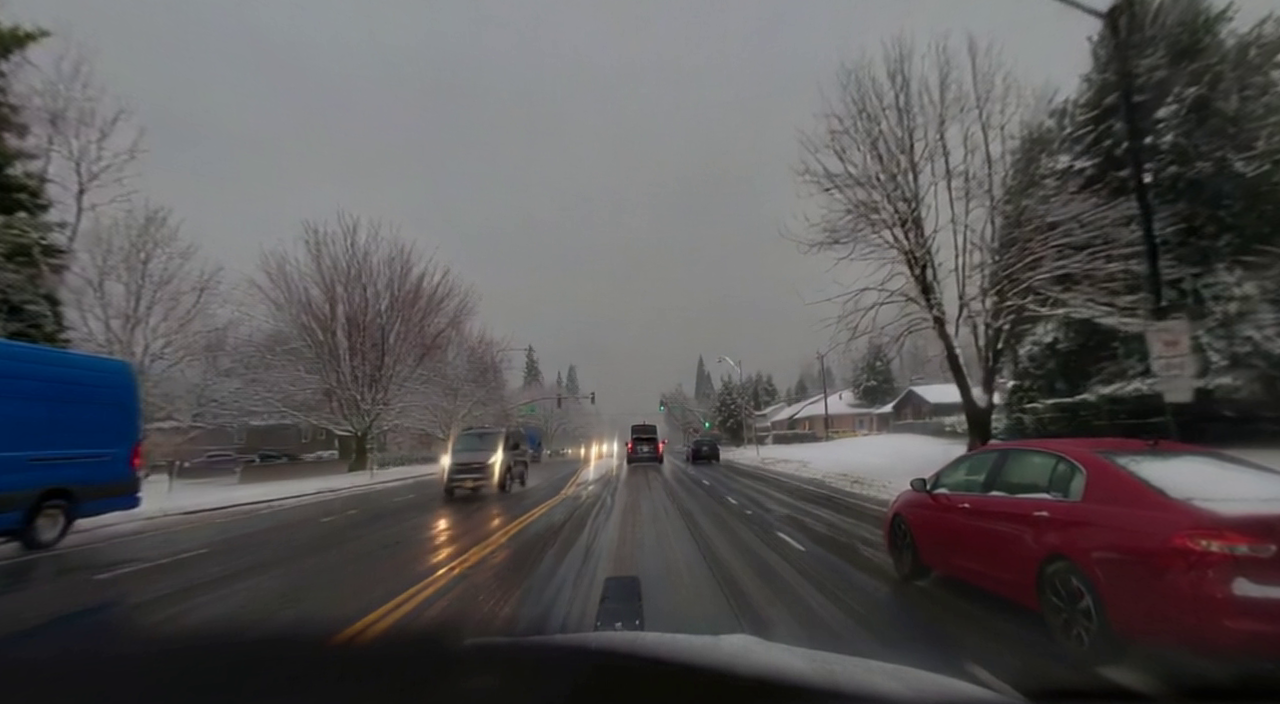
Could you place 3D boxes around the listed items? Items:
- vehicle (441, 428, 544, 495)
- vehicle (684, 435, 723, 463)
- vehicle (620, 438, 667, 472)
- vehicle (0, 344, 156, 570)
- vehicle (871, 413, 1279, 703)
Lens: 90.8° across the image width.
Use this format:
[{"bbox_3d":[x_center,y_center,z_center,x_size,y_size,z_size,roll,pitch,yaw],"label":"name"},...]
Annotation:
[{"bbox_3d":[-4.361,3.319,19.533,2.054,1.772,4.817,0,-8,-1],"label":"vehicle"},{"bbox_3d":[4.328,6.693,43.761,2.187,1.847,4.553,0,-8,-1],"label":"vehicle"},{"bbox_3d":[0.157,4.956,30.655,2.114,1.483,4.207,0,-8,0],"label":"vehicle"},{"bbox_3d":[-10.916,1.367,8.125,2.754,3.338,8.405,0,-9,-1],"label":"vehicle"},{"bbox_3d":[3.587,1.293,4.800,1.973,1.447,4.402,0,-8,0],"label":"vehicle"}]
